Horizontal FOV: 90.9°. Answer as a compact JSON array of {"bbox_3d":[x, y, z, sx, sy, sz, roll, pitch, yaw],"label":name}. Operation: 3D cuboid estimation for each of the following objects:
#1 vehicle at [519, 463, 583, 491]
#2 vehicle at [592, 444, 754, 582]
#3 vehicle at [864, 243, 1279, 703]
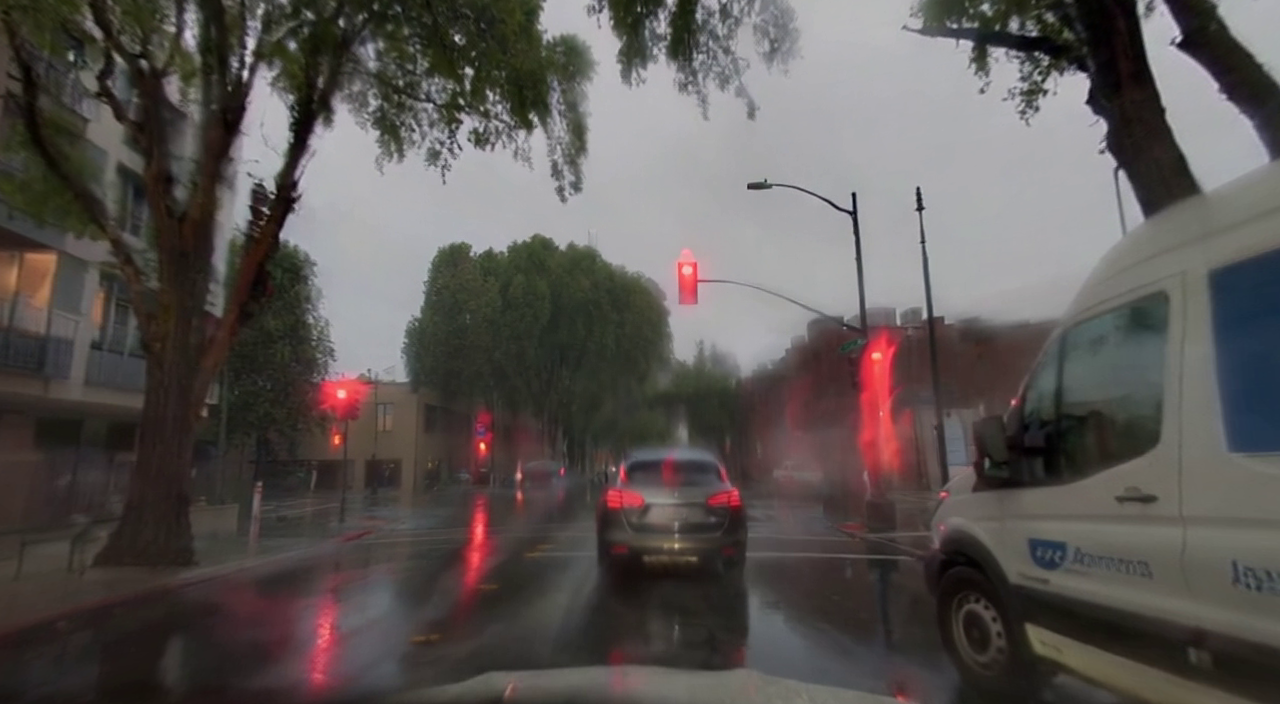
[{"bbox_3d":[-5.711,8.113,41.117,1.993,1.692,4.675,-4,-11,23],"label":"vehicle"},{"bbox_3d":[0.333,2.282,9.488,1.961,1.629,3.610,1,-10,-2],"label":"vehicle"},{"bbox_3d":[2.852,0.815,2.438,2.054,1.965,5.248,1,-10,0],"label":"vehicle"}]
